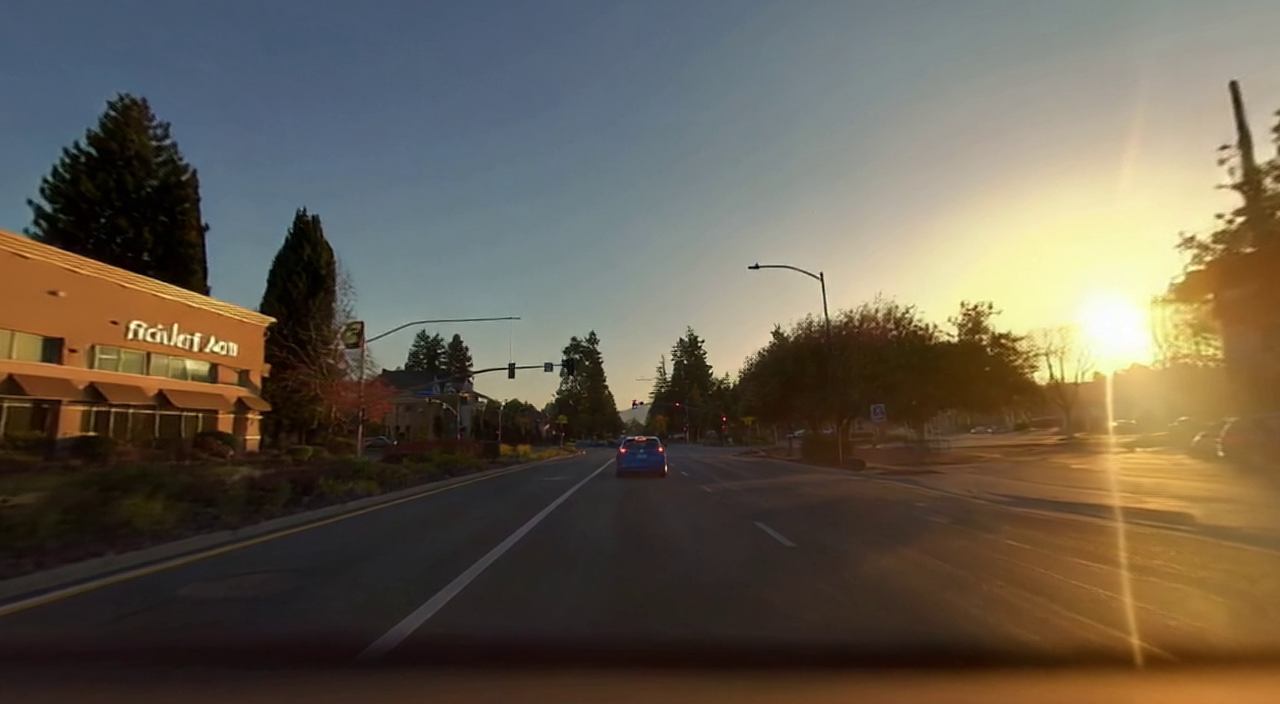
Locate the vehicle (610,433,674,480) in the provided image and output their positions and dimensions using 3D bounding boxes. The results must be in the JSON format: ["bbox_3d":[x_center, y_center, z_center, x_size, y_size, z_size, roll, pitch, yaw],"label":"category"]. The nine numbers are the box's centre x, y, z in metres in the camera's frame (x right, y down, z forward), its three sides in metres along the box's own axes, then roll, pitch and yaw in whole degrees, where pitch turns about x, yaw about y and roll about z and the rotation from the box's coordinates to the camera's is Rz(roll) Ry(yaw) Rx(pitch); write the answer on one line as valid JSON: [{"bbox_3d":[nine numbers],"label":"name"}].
[{"bbox_3d":[0.012,3.686,22.483,2.028,1.478,4.545,0,-8,-1],"label":"vehicle"}]
